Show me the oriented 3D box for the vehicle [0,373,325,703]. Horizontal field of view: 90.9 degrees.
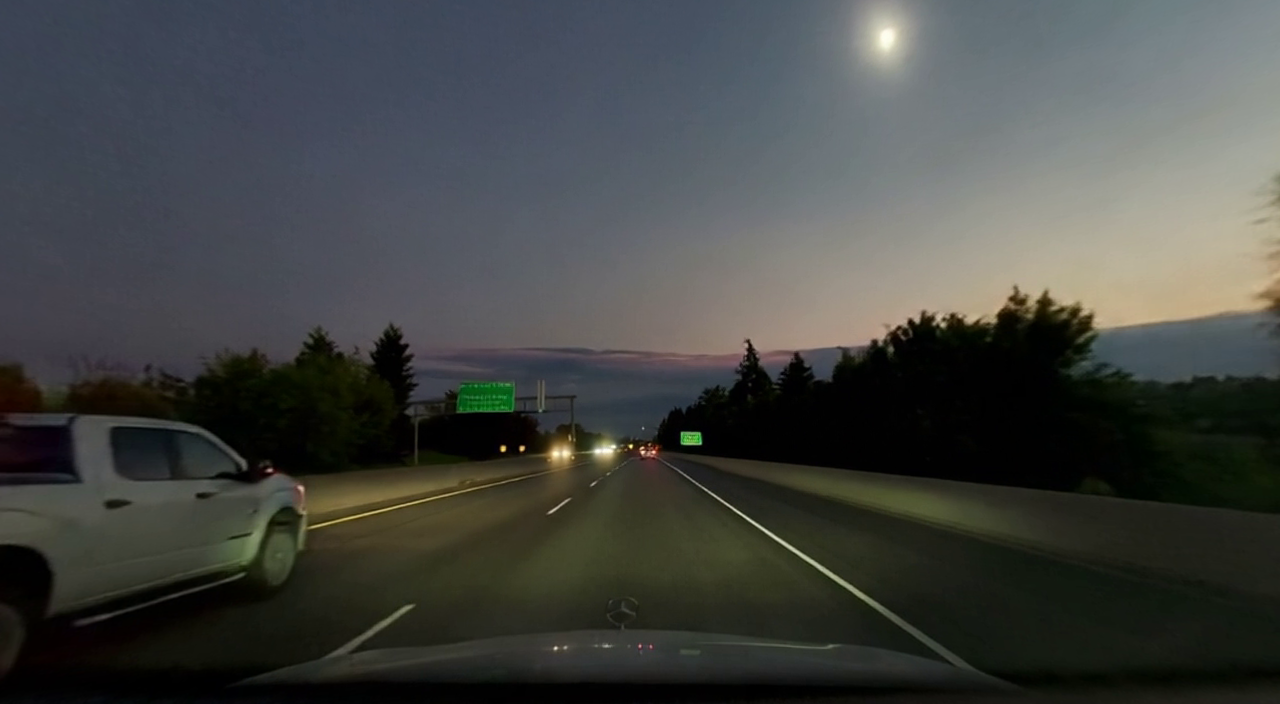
[{"bbox_3d":[-3.701,1.010,3.285,2.009,1.638,3.968,0,-9,0],"label":"vehicle"}]
